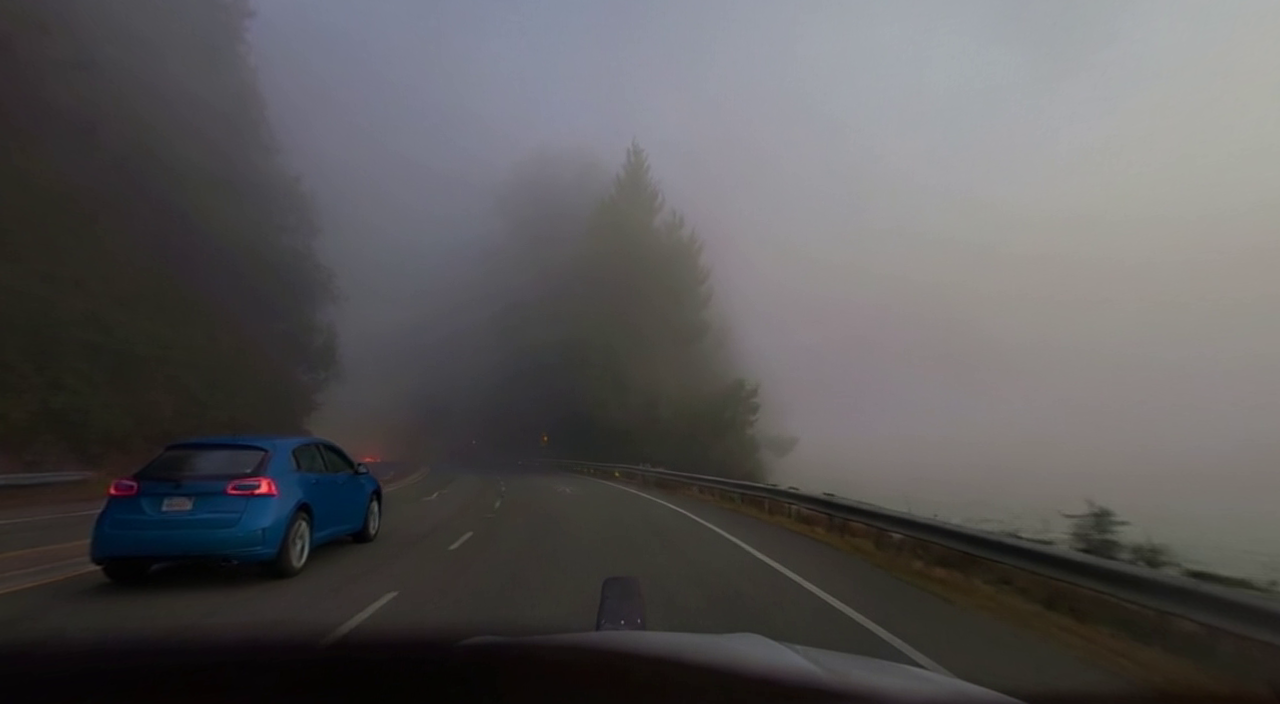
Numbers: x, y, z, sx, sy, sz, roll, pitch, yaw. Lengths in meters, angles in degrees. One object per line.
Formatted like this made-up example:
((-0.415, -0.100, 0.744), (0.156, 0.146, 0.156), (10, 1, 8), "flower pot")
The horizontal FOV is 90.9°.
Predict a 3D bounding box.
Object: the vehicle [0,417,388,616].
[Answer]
((-4.698, 1.667, 7.238), (2.078, 1.607, 3.959), (0, -9, -3), "vehicle")
